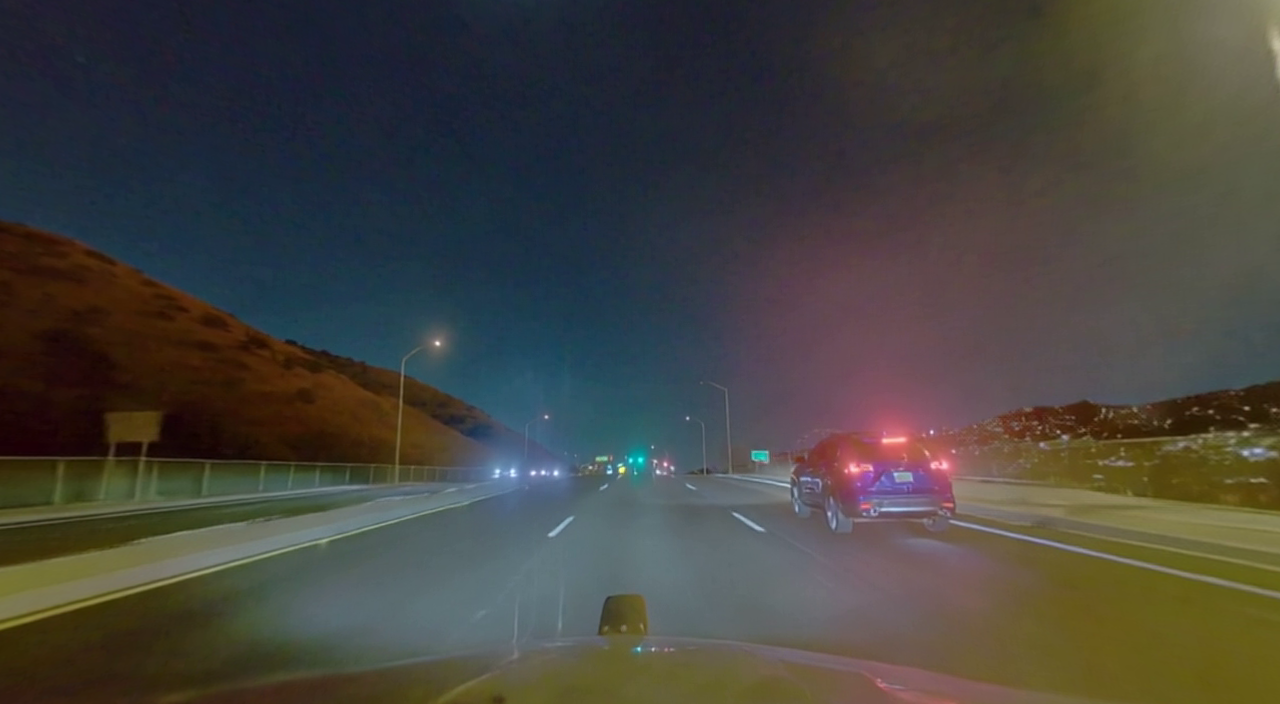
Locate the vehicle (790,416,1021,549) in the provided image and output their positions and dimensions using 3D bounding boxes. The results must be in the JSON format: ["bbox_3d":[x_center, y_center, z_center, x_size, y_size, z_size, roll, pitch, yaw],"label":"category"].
[{"bbox_3d":[4.028,2.056,10.545,1.989,1.730,4.324,-1,-9,1],"label":"vehicle"}]

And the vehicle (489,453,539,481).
[{"bbox_3d":[-9.842,9.039,49.893,2.597,2.034,6.006,-1,-9,1],"label":"vehicle"}]
